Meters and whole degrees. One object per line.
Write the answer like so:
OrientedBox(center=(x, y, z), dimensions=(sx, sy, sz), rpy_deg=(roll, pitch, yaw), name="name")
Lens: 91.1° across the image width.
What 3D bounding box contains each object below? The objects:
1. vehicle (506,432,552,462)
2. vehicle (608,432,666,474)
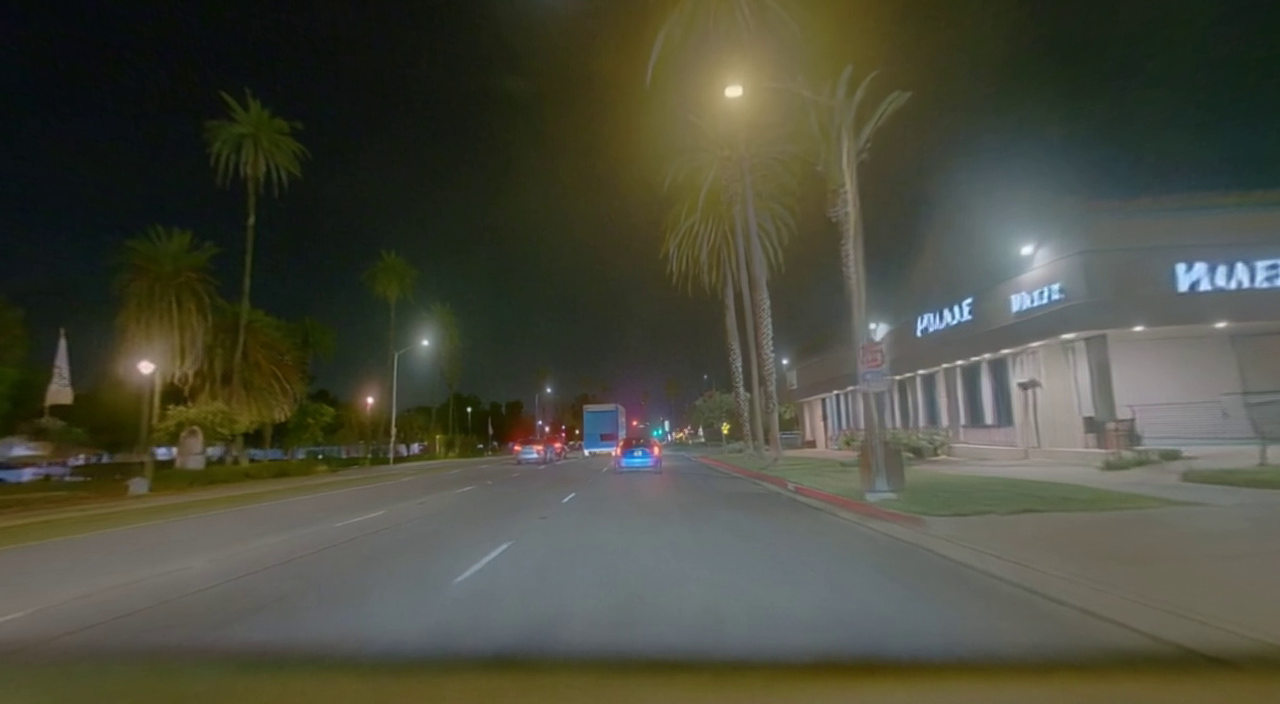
OrientedBox(center=(-7.159, 6.198, 40.934), dimensions=(2.014, 1.830, 4.281), rpy_deg=(0, -9, 2), name="vehicle")
OrientedBox(center=(-0.089, 4.050, 25.303), dimensions=(2.144, 1.514, 4.063), rpy_deg=(0, -9, 1), name="vehicle")
